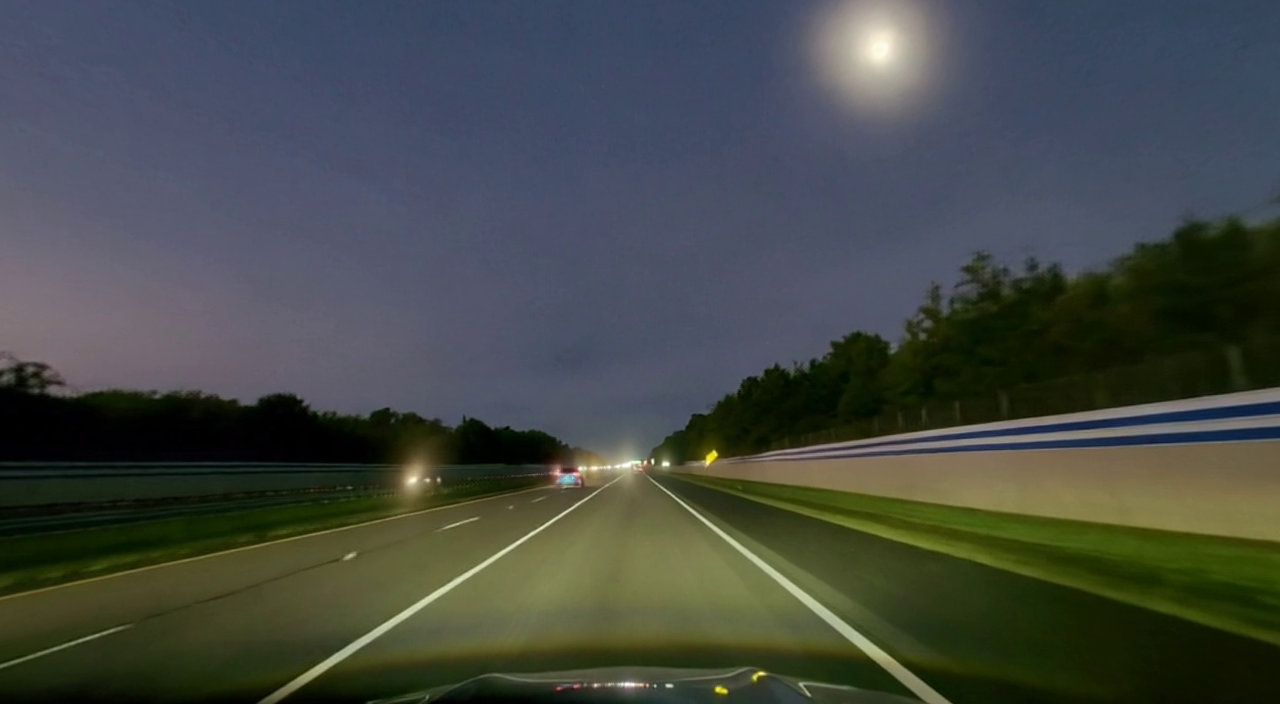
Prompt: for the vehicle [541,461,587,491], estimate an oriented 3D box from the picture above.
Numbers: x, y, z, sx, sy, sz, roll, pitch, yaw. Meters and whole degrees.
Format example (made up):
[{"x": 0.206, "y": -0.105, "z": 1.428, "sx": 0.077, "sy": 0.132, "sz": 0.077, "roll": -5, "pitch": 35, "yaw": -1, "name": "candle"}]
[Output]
[{"x": -4.113, "y": 6.804, "z": 34.640, "sx": 1.985, "sy": 1.515, "sz": 3.839, "roll": 1, "pitch": -11, "yaw": 0, "name": "vehicle"}]
